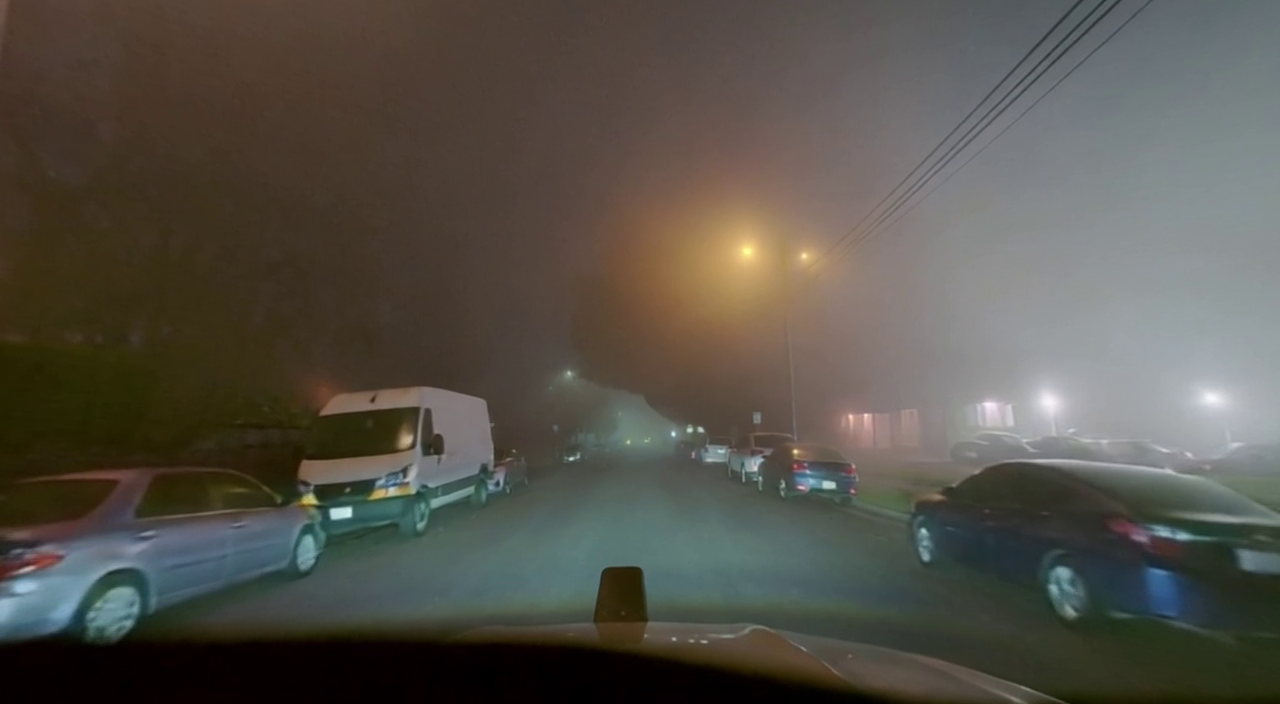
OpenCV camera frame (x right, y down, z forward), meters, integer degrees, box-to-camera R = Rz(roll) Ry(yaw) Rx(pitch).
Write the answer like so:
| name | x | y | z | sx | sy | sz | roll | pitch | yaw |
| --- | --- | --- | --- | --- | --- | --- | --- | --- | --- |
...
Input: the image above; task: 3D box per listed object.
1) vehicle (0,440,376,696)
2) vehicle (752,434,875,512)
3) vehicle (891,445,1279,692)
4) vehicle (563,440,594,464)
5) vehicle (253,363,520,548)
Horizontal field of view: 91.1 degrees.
| name | x | y | z | sx | sy | sz | roll | pitch | yaw |
| --- | --- | --- | --- | --- | --- | --- | --- | --- | --- |
| vehicle | -4.816 | 1.759 | 6.483 | 2.023 | 1.568 | 4.942 | -3 | -8 | 1 |
| vehicle | 4.081 | 2.880 | 15.558 | 1.839 | 1.520 | 4.498 | 3 | -8 | 1 |
| vehicle | 4.133 | 1.601 | 5.805 | 1.846 | 1.351 | 4.272 | 3 | -8 | -1 |
| vehicle | -4.338 | 7.098 | 44.798 | 1.870 | 1.562 | 4.212 | -1 | -8 | -1 |
| vehicle | -4.395 | 1.955 | 12.410 | 2.470 | 2.613 | 5.989 | -4 | -8 | 4 |
